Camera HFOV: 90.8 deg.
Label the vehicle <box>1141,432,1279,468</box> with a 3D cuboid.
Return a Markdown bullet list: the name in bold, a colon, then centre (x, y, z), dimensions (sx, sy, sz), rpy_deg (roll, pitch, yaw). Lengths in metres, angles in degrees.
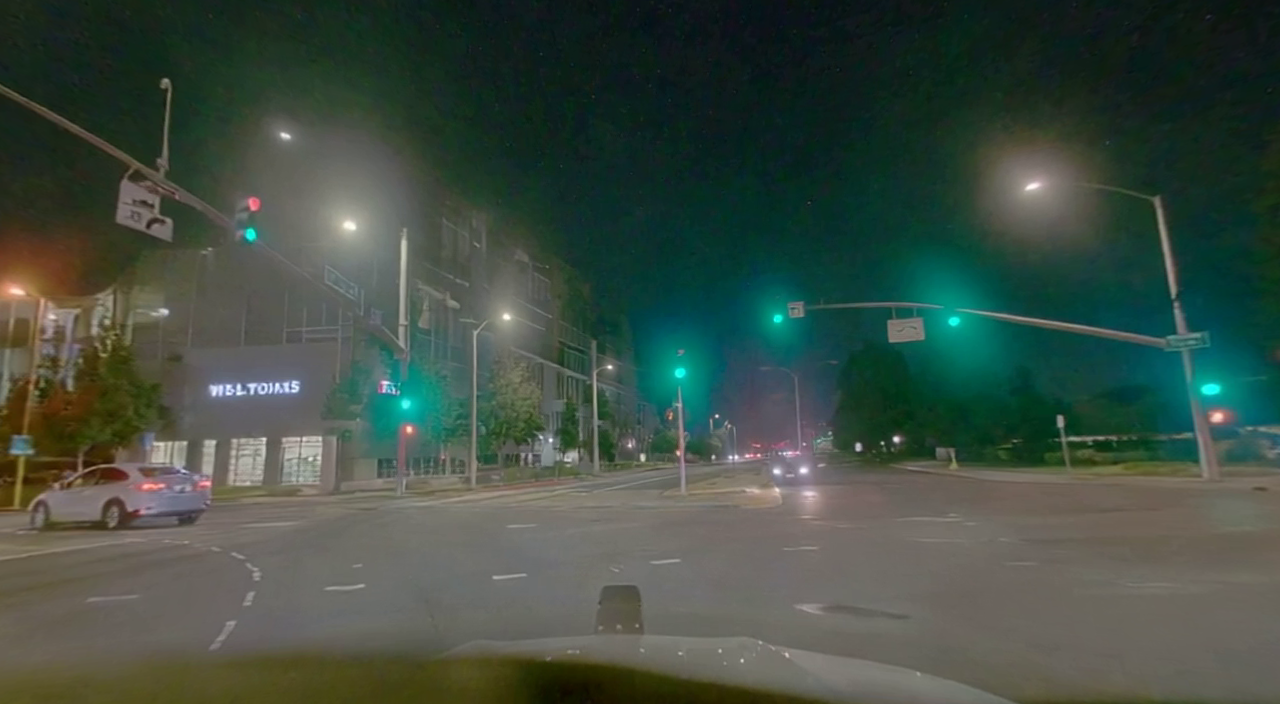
- **vehicle**: centre (28.763, 4.934, 31.927), dimensions (4.908, 1.713, 1.903), rpy_deg (-2, -9, 13)

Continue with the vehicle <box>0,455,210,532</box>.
- **vehicle**: centre (-13.475, 3.436, 15.856), dimensions (4.312, 1.642, 2.197), rpy_deg (-3, -9, 20)
